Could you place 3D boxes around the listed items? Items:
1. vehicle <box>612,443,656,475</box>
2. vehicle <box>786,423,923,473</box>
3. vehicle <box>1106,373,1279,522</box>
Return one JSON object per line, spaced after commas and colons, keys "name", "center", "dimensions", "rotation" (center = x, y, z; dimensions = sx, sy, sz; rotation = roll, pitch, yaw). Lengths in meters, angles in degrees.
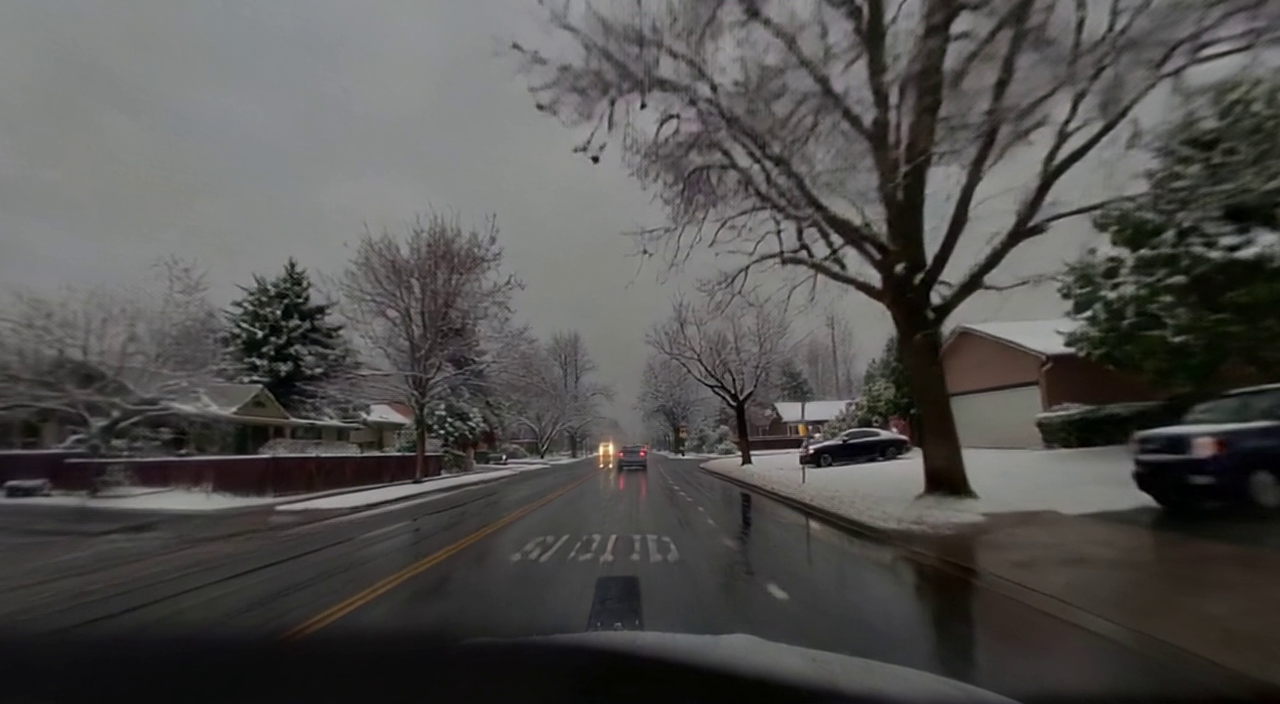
{"name": "vehicle", "center": [-0.307, 5.443, 32.325], "dimensions": [2.098, 1.483, 4.099], "rotation": [0, -9, 0]}
{"name": "vehicle", "center": [8.689, 3.940, 25.936], "dimensions": [4.740, 1.467, 2.074], "rotation": [-6, -8, -3]}
{"name": "vehicle", "center": [9.524, 1.126, 8.643], "dimensions": [4.634, 1.723, 1.966], "rotation": [-4, -8, -2]}
